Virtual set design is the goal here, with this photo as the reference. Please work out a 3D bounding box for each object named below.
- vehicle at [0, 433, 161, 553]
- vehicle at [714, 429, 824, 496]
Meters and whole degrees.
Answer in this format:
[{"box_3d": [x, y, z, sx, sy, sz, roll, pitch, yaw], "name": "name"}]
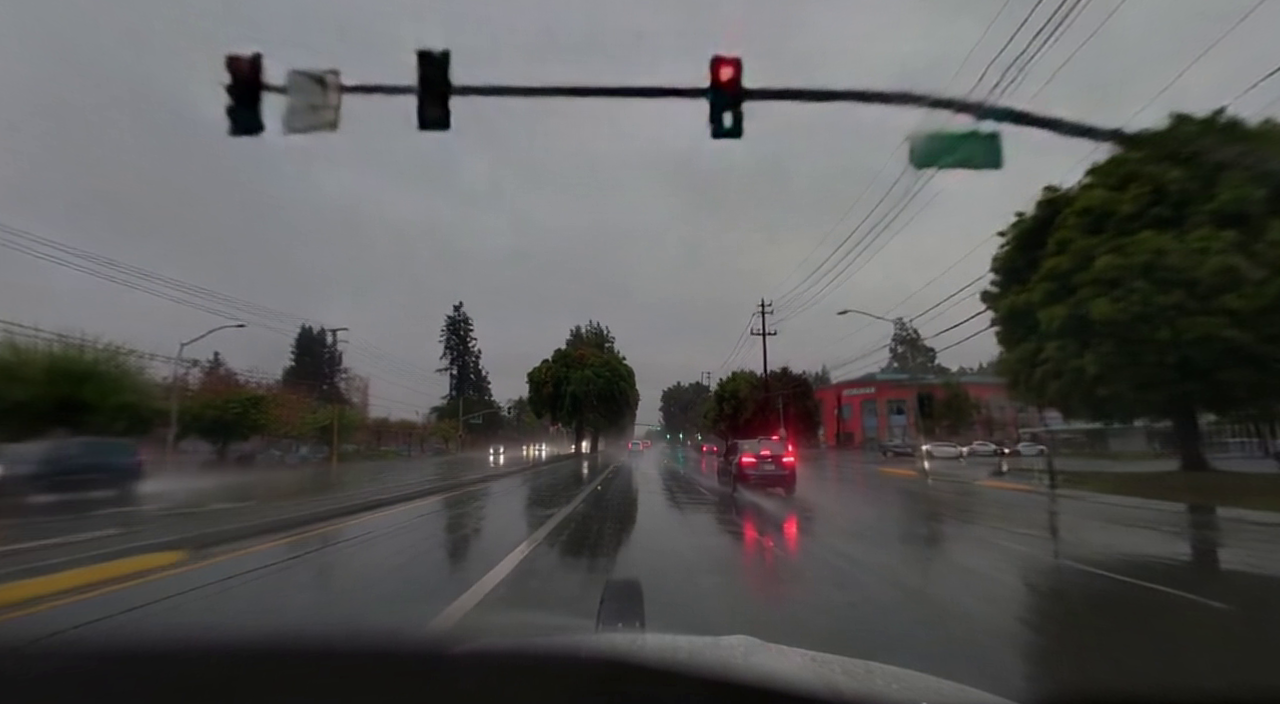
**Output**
[{"box_3d": [-9.146, 1.943, 8.729, 1.816, 1.478, 4.404, -2, -6, -3], "name": "vehicle"}, {"box_3d": [3.547, 3.128, 18.230, 2.128, 1.699, 4.222, 0, -8, -2], "name": "vehicle"}]
